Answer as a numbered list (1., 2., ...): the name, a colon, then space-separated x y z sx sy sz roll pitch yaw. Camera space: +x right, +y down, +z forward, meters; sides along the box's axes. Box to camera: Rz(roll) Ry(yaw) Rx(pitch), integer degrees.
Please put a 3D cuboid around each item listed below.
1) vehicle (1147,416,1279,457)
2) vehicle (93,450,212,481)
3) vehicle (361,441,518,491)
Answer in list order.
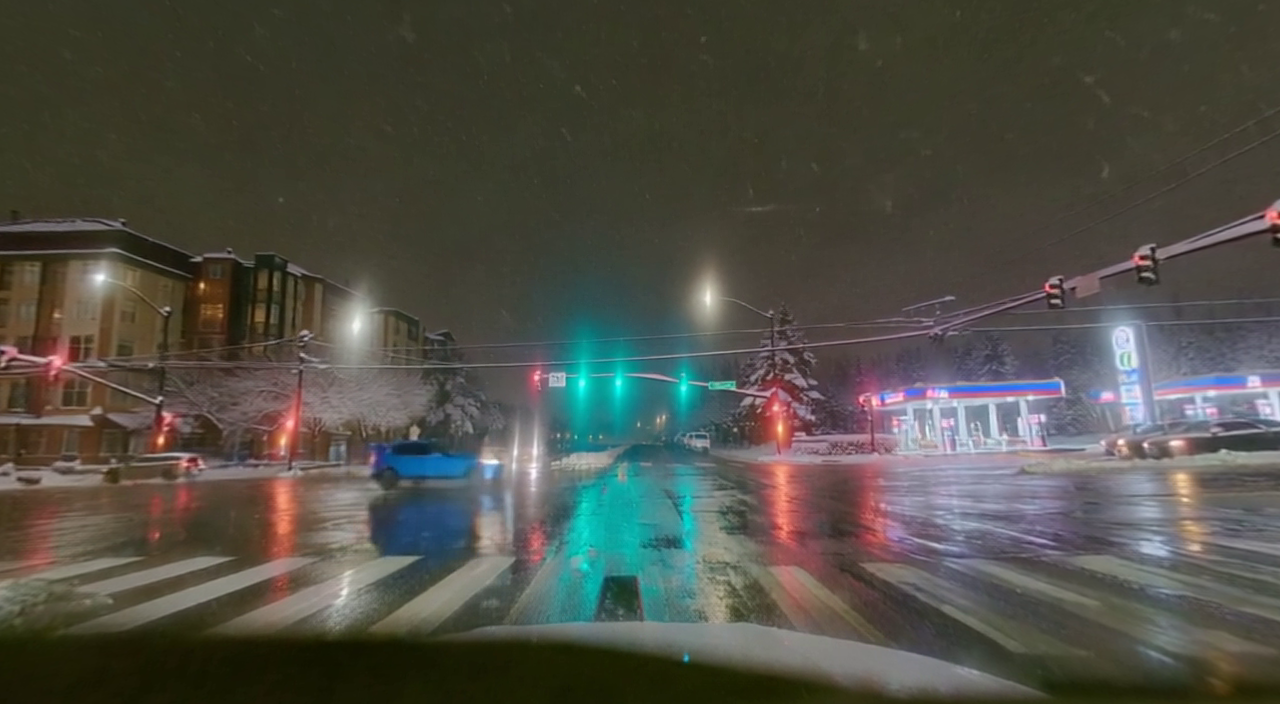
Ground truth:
1. vehicle: 22.812 3.258 24.274 4.696 1.483 1.898 -1 -8 3
2. vehicle: -30.999 7.220 40.131 5.789 1.893 2.169 -1 -8 3
3. vehicle: -6.476 3.704 20.644 4.488 1.463 1.888 -2 -8 3
